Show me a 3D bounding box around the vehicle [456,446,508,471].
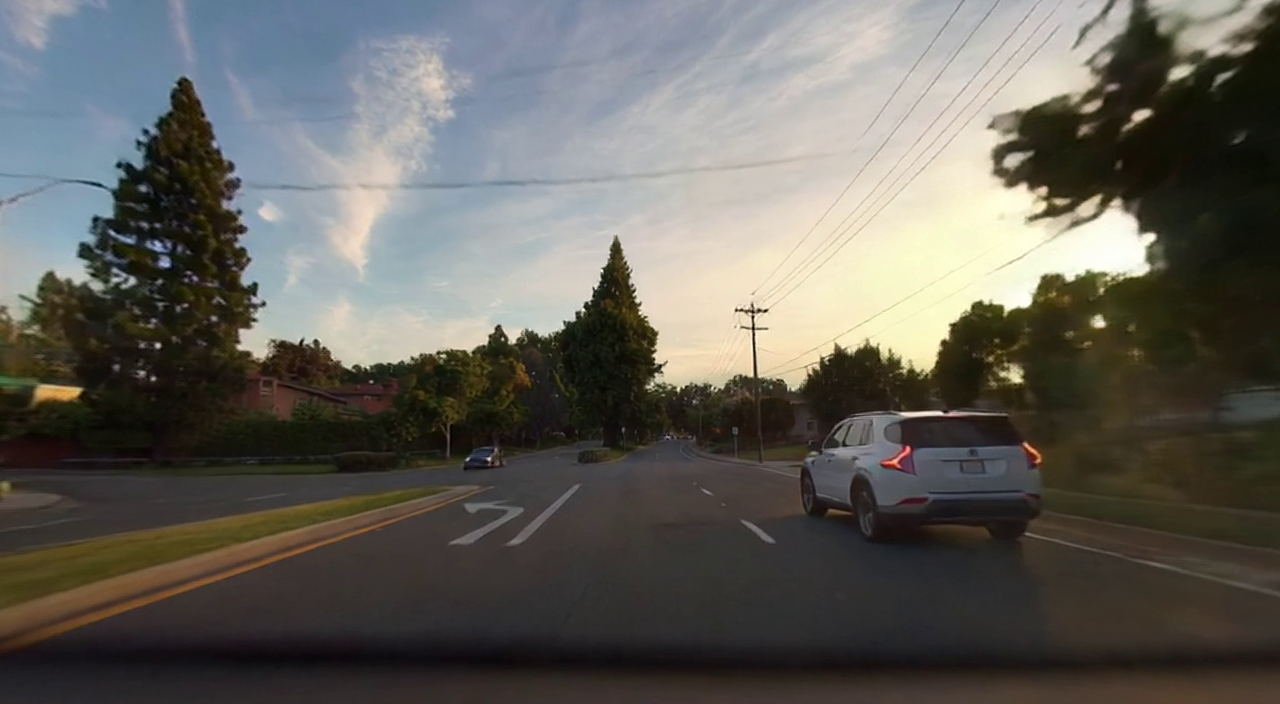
[{"bbox_3d":[-10.053,6.812,40.628,1.990,1.521,4.879,0,-9,1],"label":"vehicle"}]

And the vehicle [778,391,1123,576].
[{"bbox_3d":[3.541,1.630,8.575,2.193,1.777,4.772,0,-9,-1],"label":"vehicle"}]
